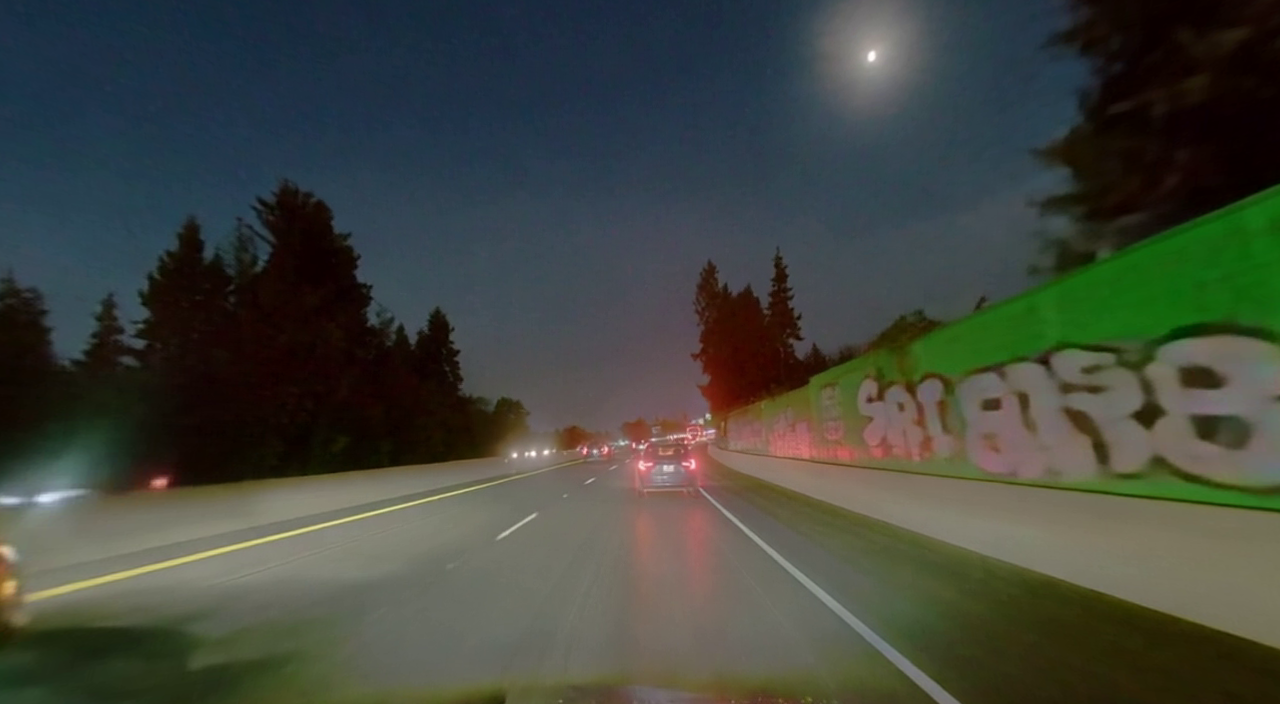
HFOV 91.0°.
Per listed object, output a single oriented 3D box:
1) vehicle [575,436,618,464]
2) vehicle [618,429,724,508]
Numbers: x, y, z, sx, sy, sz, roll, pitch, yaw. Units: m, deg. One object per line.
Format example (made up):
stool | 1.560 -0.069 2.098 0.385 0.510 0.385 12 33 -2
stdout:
vehicle | -2.554 5.898 37.967 2.105 1.571 3.727 -1 -8 3
vehicle | 0.631 2.578 14.369 2.077 1.533 3.854 0 -8 1
